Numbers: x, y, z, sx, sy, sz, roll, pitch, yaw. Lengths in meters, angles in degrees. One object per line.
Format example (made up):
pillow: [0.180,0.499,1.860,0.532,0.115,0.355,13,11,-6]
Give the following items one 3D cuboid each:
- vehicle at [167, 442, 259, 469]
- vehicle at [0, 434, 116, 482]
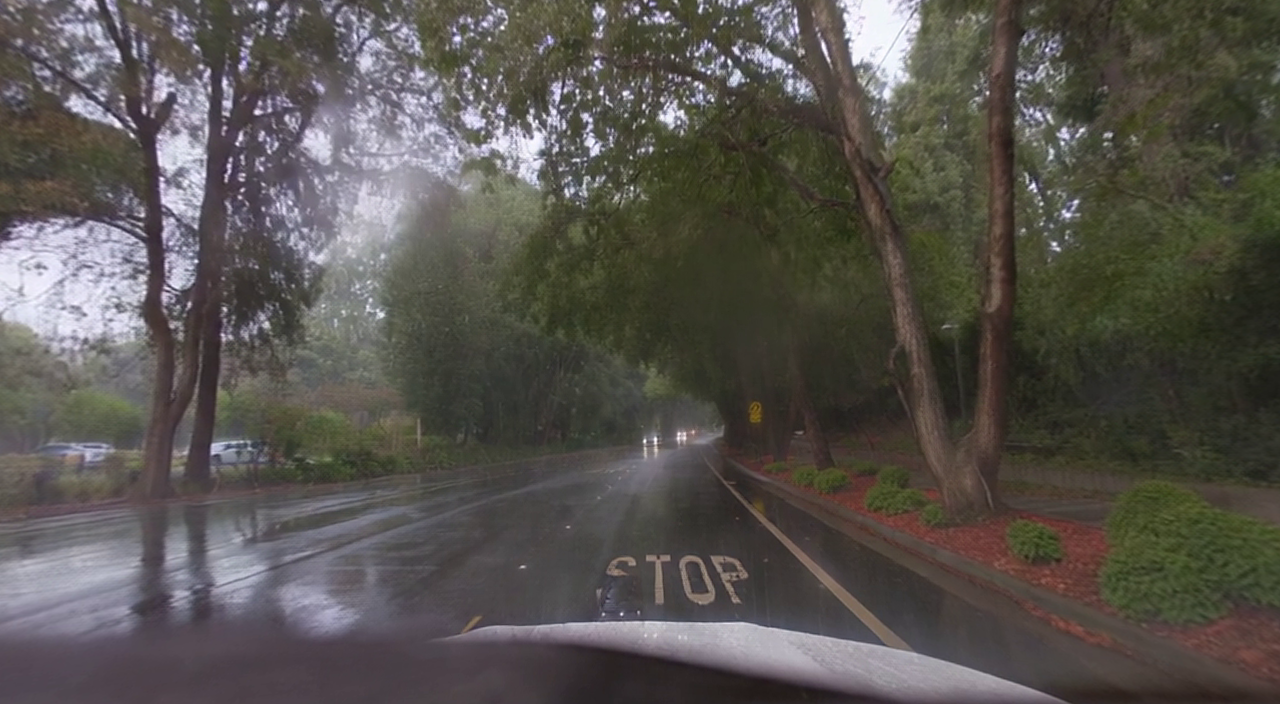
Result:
vehicle: [-25.251,6.136,37.459,4.007,1.459,1.952,-2,-9,0]
vehicle: [-28.384,5.089,30.420,4.733,1.892,1.939,-4,-4,2]
